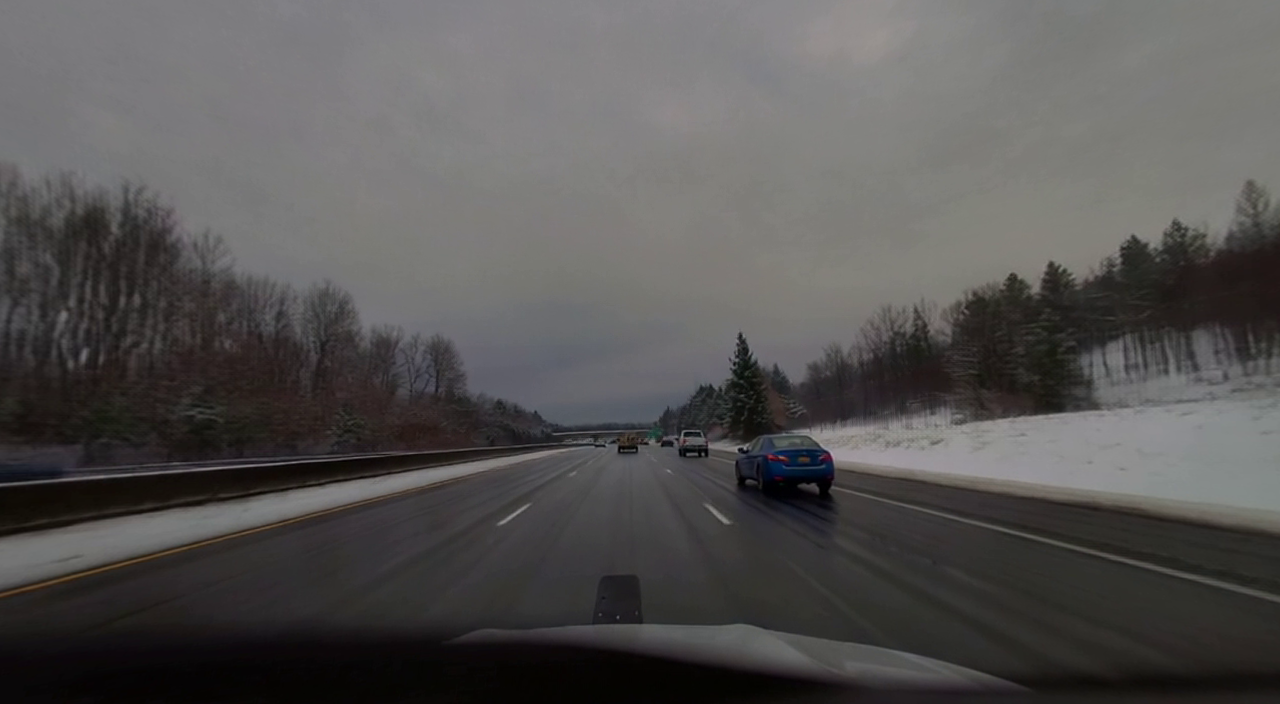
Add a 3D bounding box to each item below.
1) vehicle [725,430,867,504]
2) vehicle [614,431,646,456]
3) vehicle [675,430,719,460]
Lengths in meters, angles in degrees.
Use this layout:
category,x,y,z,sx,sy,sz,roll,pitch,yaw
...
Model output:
category,x,y,z,sx,sy,sz,roll,pitch,yaw
vehicle,3.496,2.652,15.159,2.056,1.479,4.660,0,-8,-2
vehicle,-0.764,6.694,46.141,2.182,1.680,4.253,0,-8,-2
vehicle,3.344,5.557,37.629,2.098,1.677,4.275,0,-8,-2
